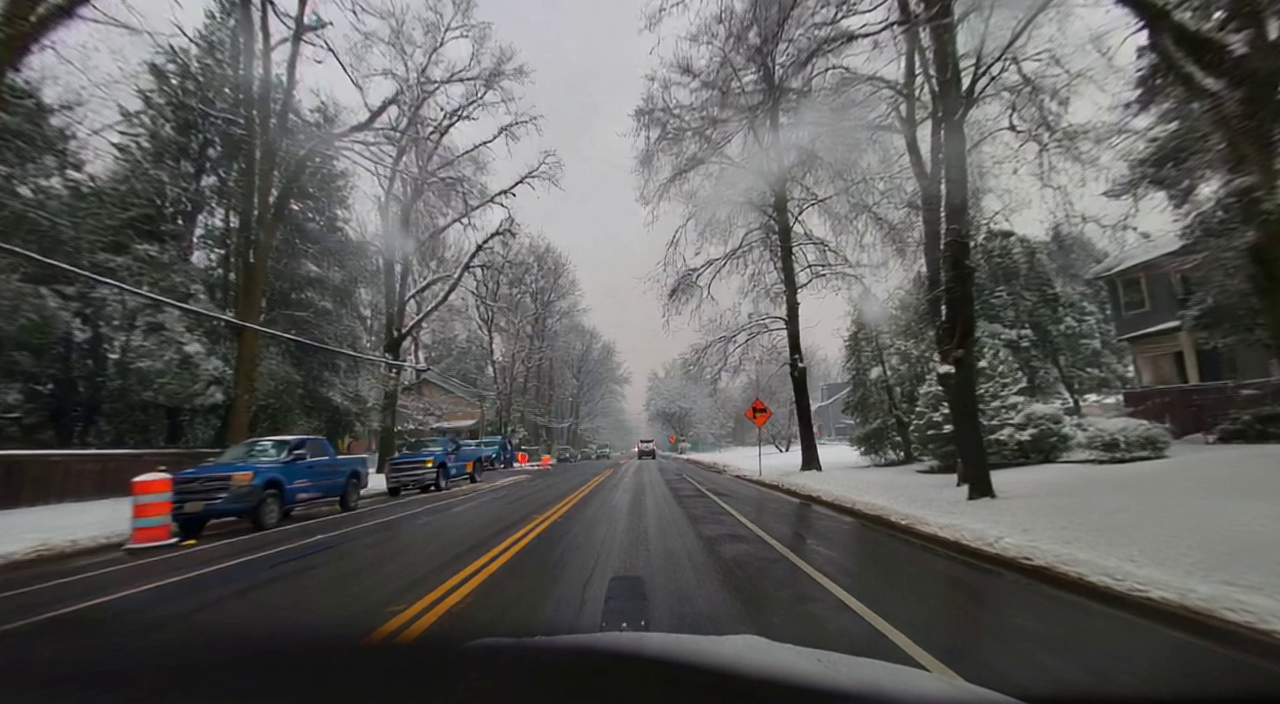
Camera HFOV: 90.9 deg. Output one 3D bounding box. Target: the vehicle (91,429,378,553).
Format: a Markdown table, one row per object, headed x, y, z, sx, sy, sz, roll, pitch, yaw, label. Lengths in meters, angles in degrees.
| x | y | z | sx | sy | sz | roll | pitch | yaw | label |
| --- | --- | --- | --- | --- | --- | --- | --- | --- | --- |
| -8.200 | 2.739 | 13.738 | 2.375 | 1.923 | 5.790 | -4 | -7 | 1 | vehicle |

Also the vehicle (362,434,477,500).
| x | y | z | sx | sy | sz | roll | pitch | yaw | label |
| --- | --- | --- | --- | --- | --- | --- | --- | --- | --- |
| -8.207 | 4.256 | 24.203 | 2.375 | 2.016 | 5.936 | -4 | -7 | -1 | vehicle |

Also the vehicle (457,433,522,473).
| x | y | z | sx | sy | sz | roll | pitch | yaw | label |
| --- | --- | --- | --- | --- | --- | --- | --- | --- | --- |
| -10.422 | 6.964 | 43.701 | 4.120 | 2.628 | 2.064 | 3 | -9 | -19 | vehicle |
